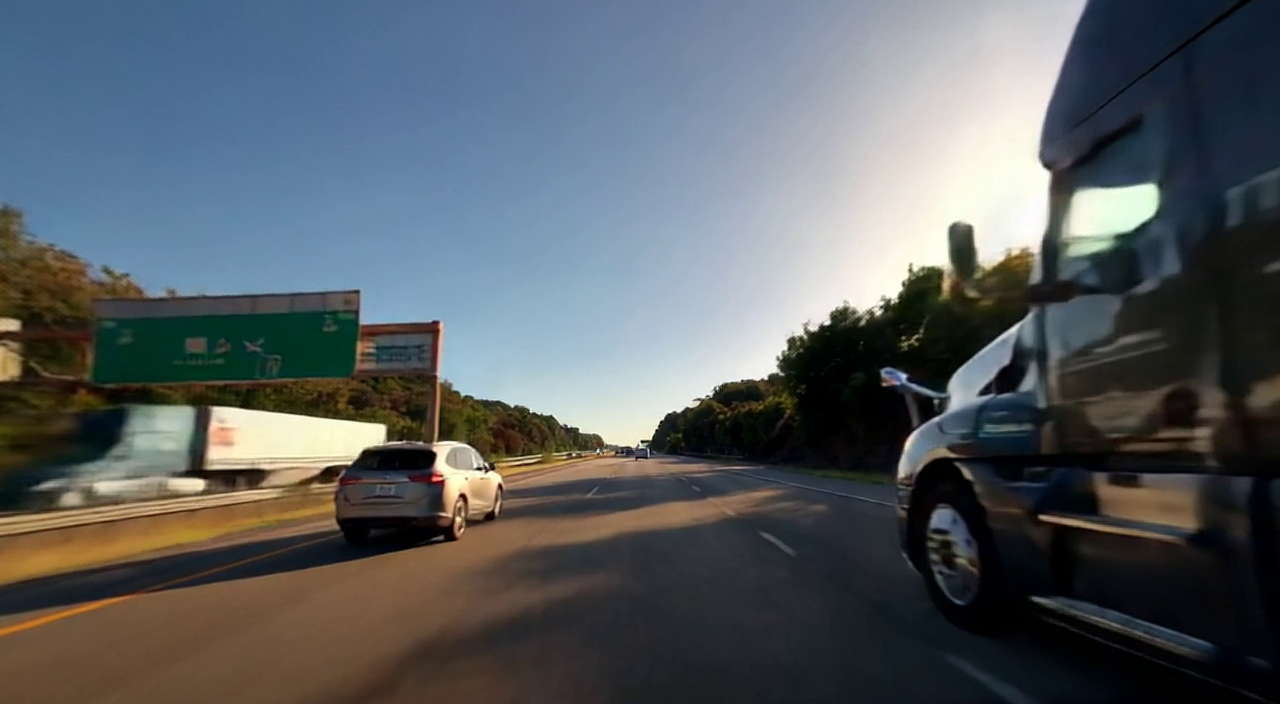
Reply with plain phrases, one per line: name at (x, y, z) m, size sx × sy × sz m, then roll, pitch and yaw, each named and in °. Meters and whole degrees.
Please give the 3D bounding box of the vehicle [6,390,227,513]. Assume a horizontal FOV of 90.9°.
vehicle at (-19.344, 3.755, 23.957) m, size 2.931 × 4.031 × 6.057 m, roll 0°, pitch -9°, yaw 0°

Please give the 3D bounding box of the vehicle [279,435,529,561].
vehicle at (-3.228, 2.109, 9.890) m, size 2.054 × 1.475 × 4.708 m, roll 0°, pitch -9°, yaw 1°
